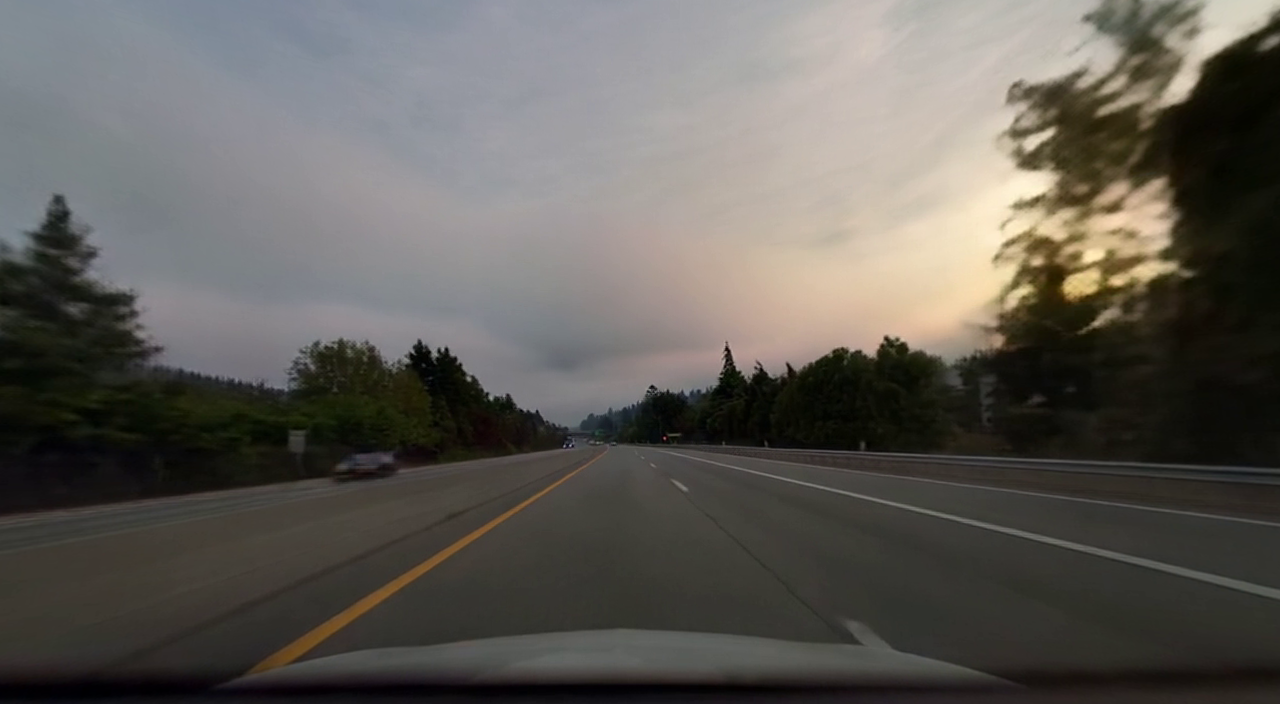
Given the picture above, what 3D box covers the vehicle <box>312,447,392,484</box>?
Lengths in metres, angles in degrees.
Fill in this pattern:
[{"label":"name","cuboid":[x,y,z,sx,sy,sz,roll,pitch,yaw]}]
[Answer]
[{"label":"vehicle","cuboid":[-13.570,5.350,29.941,1.990,1.551,3.957,0,-8,-2]}]
